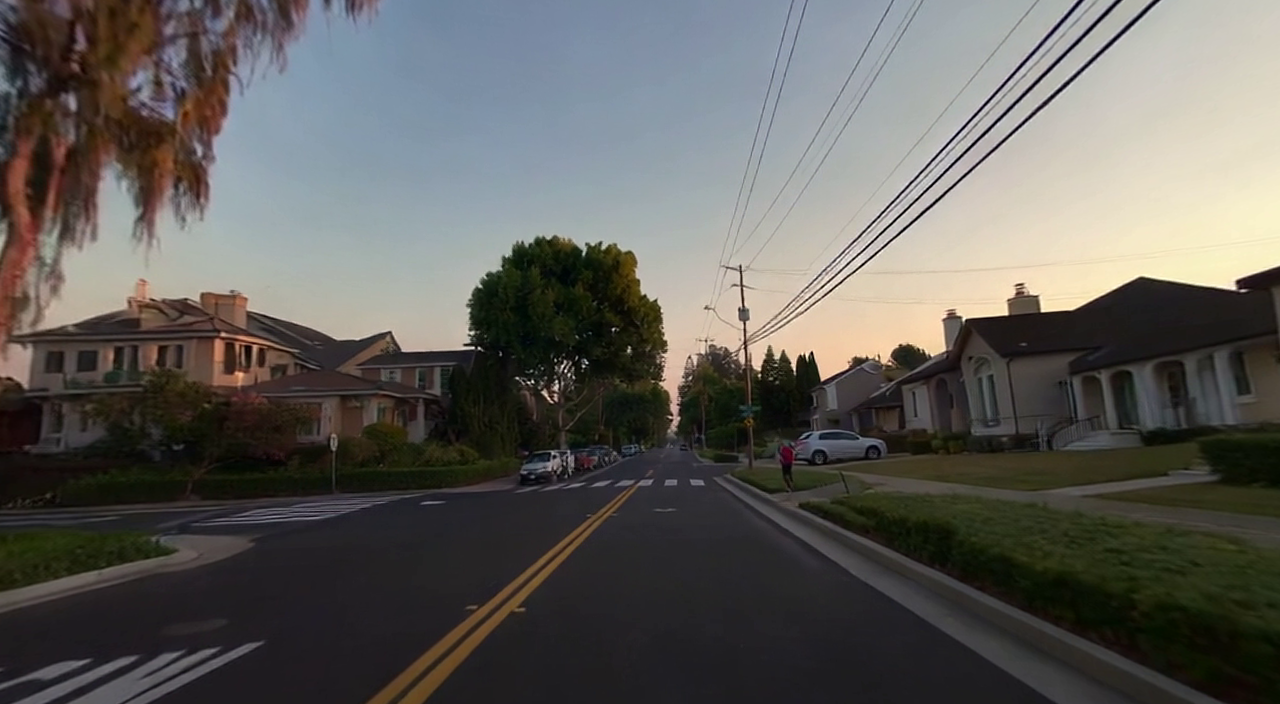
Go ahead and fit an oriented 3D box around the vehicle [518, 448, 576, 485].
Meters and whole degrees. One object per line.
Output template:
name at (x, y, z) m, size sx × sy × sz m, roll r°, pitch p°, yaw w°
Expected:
vehicle at (-4.812, 5.970, 33.380) m, size 2.203 × 1.787 × 4.704 m, roll -1°, pitch -8°, yaw 2°
